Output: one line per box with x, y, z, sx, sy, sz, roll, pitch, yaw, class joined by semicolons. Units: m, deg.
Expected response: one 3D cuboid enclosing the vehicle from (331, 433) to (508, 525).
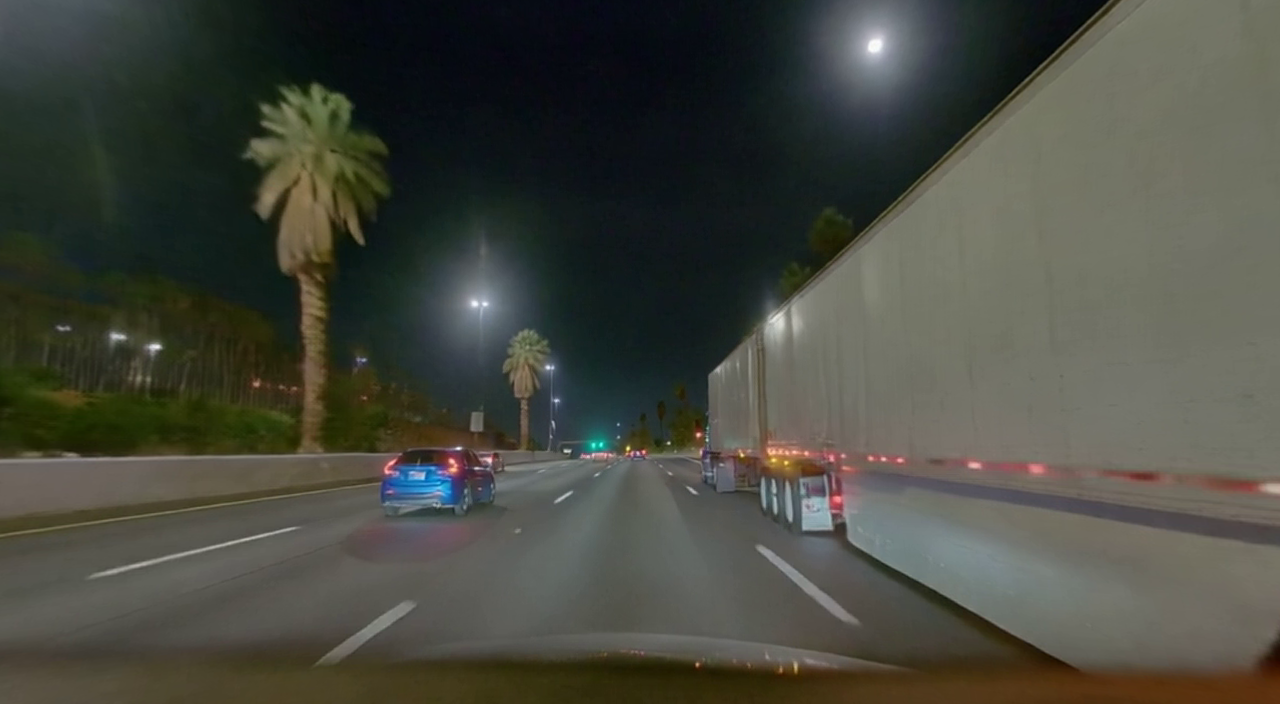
-4.187;2.470;12.820;2.120;1.537;4.139;0;-8;-1;vehicle

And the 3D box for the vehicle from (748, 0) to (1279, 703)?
3.587;-0.215;3.507;2.891;4.123;16.415;0;-8;-1;vehicle
